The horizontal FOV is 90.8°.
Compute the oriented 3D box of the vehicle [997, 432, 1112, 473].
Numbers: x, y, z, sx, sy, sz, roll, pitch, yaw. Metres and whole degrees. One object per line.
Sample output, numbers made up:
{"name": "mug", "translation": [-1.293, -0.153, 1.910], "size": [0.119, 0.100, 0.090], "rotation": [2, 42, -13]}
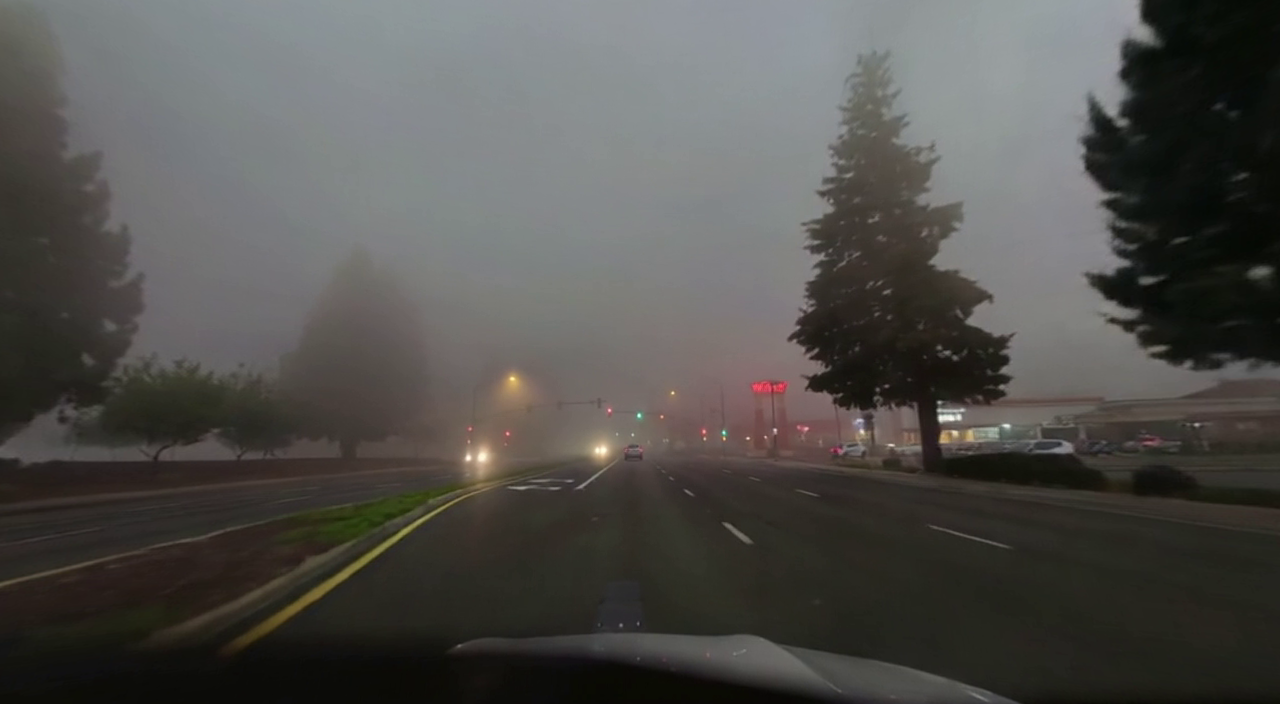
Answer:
{"name": "vehicle", "translation": [20.333, 4.924, 30.976], "size": [5.072, 1.887, 2.189], "rotation": [4, -10, -24]}

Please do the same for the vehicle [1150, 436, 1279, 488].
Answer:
{"name": "vehicle", "translation": [19.539, 3.658, 21.244], "size": [4.238, 1.561, 1.922], "rotation": [4, -10, -26]}
